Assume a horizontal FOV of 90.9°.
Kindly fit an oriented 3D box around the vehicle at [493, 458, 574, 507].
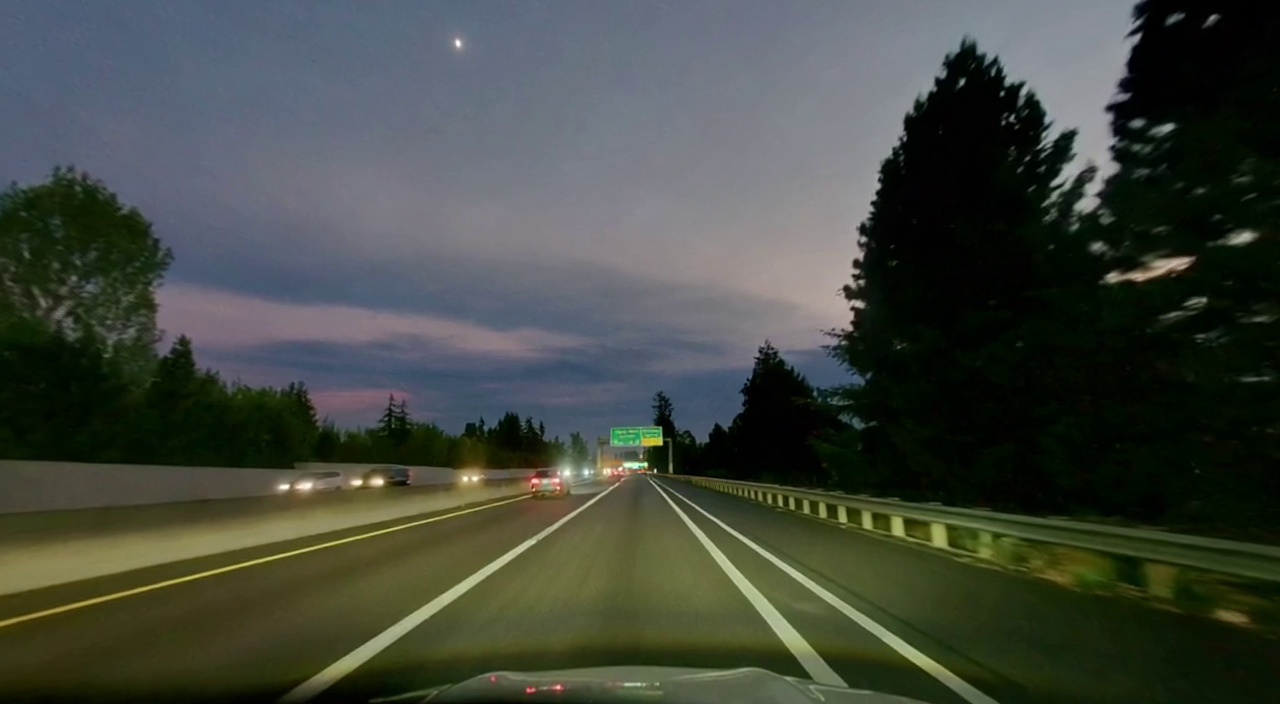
[{"bbox_3d":[-3.986,5.015,24.449,2.239,1.687,4.598,1,-11,1],"label":"vehicle"}]
